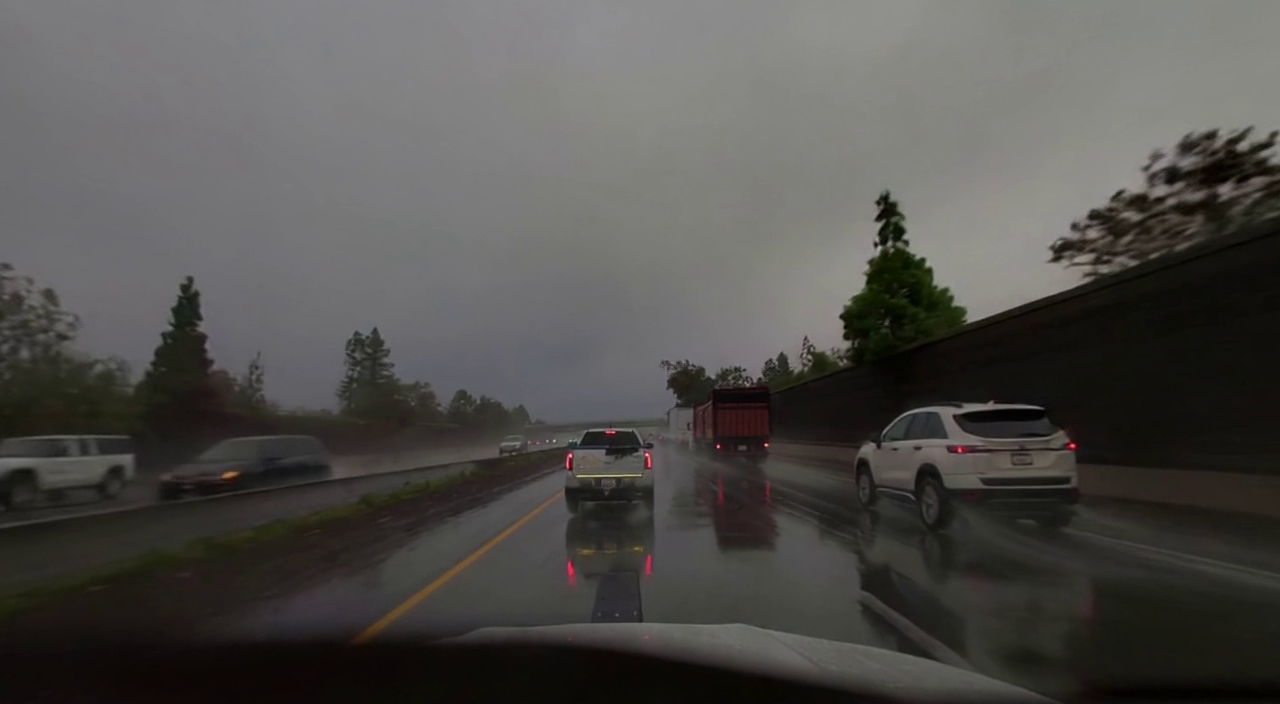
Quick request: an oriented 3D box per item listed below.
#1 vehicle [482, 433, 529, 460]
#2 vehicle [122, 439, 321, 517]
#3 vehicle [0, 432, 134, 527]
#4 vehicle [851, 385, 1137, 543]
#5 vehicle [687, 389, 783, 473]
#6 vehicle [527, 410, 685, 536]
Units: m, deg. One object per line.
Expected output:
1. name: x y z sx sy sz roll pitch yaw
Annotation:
1. vehicle: -8.847 6.217 41.838 2.052 1.652 4.268 0 -8 1
2. vehicle: -8.841 2.631 13.765 1.756 1.446 3.661 0 -8 1
3. vehicle: -13.416 2.618 13.264 1.949 1.833 4.237 0 -8 0
4. vehicle: 4.951 1.604 9.633 2.011 1.905 3.905 0 -8 -1
5. vehicle: 3.754 3.396 27.074 2.723 3.027 8.478 0 -8 0
6. vehicle: -0.487 1.863 10.398 2.082 1.638 4.055 0 -8 -1
